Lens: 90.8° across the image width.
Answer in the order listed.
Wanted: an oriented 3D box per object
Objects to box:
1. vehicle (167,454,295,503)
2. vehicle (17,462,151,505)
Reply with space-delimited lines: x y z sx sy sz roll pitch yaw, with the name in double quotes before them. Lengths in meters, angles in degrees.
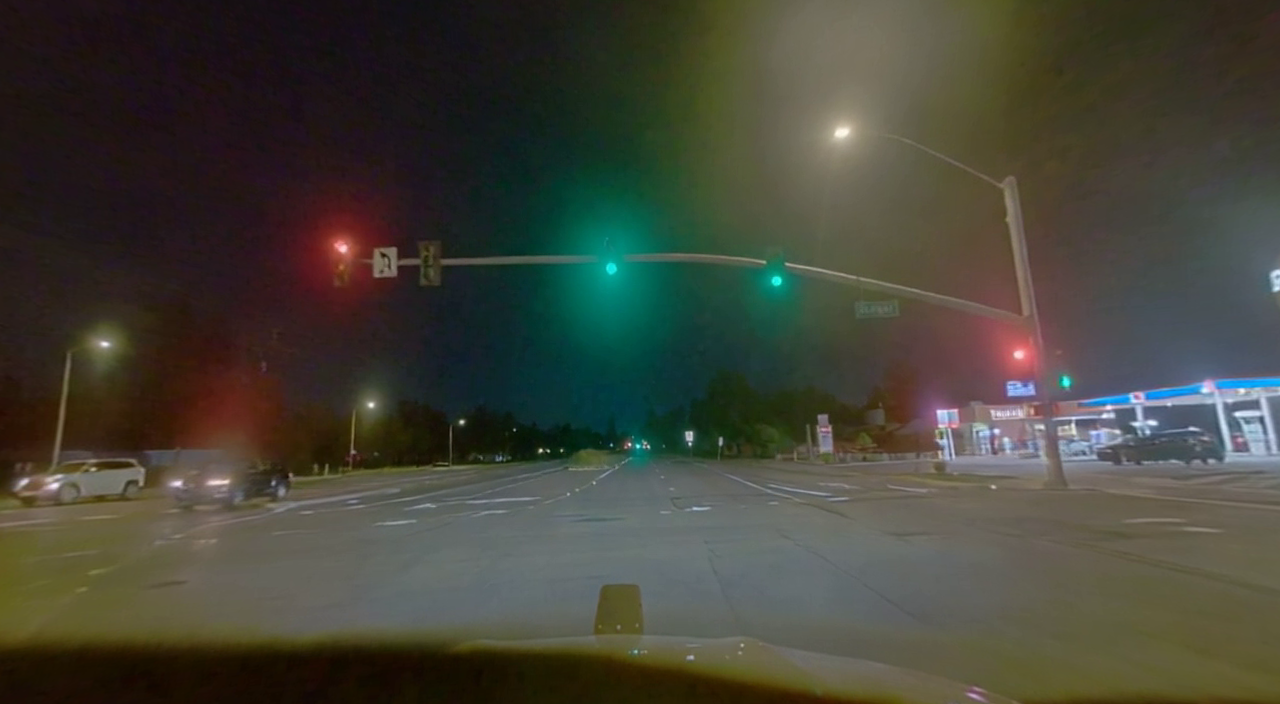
"vehicle" -15.326 4.727 24.026 2.053 1.598 4.336 0 -9 -2
"vehicle" -24.906 5.861 28.567 2.098 1.684 4.388 0 -9 -2
